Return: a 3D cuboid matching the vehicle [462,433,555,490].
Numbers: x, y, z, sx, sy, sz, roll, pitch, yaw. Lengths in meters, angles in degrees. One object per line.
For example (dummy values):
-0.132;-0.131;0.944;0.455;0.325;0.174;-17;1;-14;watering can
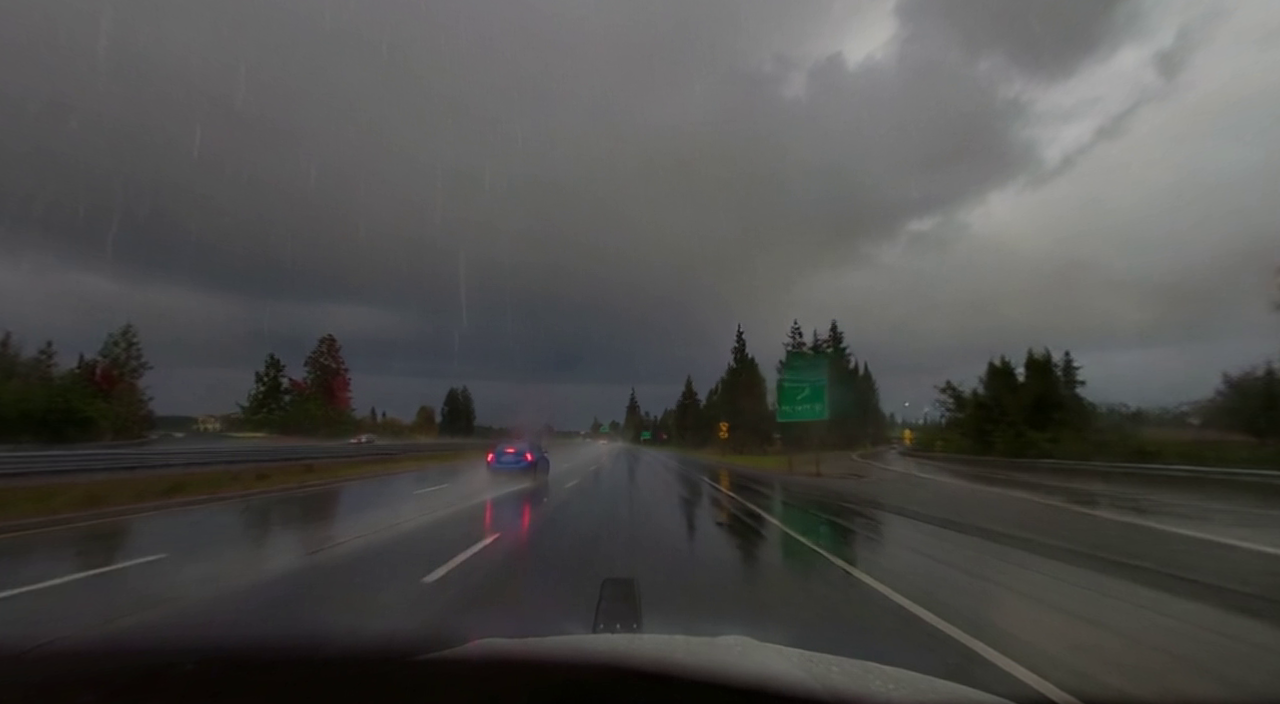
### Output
-3.940;3.321;19.528;2.008;1.567;3.959;0;-8;0;vehicle
